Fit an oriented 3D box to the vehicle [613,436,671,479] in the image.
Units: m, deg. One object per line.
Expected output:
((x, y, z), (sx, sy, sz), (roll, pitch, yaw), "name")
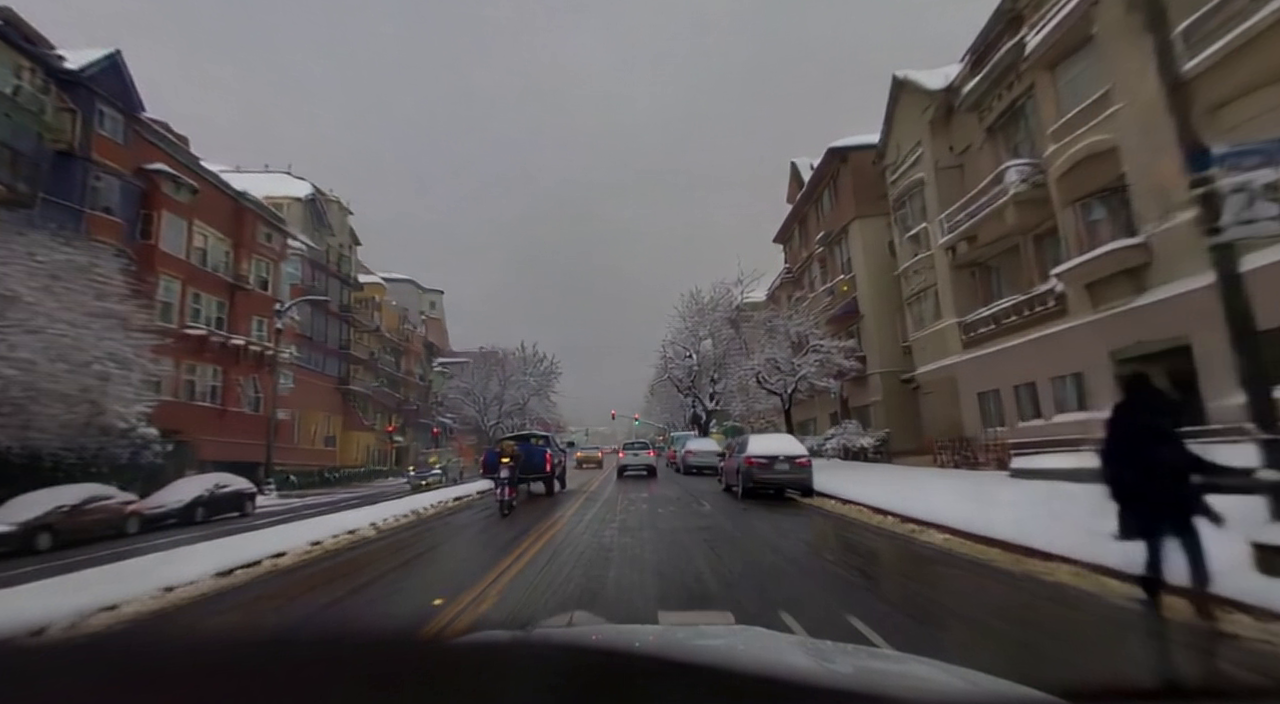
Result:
((0.075, 3.949, 23.868), (2.026, 1.496, 3.701), (0, -8, 0), "vehicle")

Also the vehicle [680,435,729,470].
((2.987, 4.765, 30.184), (1.933, 1.501, 4.349), (0, -8, 0), "vehicle")

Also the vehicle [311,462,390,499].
((-13.940, 6.195, 30.740), (1.844, 1.499, 4.421), (0, -8, -1), "vehicle")

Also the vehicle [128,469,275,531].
((-13.839, 4.655, 20.304), (1.839, 1.594, 4.055), (0, -8, -1), "vehicle")

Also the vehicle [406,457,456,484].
((-13.863, 7.922, 42.154), (1.835, 1.476, 4.532), (-7, -11, -1), "vehicle")

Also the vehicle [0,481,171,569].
((-13.775, 3.954, 15.007), (1.907, 1.480, 4.498), (0, -8, -2), "vehicle")

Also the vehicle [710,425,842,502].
((3.032, 2.607, 15.222), (2.077, 1.532, 4.694), (0, -8, -1), "vehicle")

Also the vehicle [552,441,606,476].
((-2.744, 4.947, 29.564), (2.109, 1.477, 4.509), (0, -8, 0), "vehicle")

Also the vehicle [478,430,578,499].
((-3.038, 3.143, 18.091), (2.065, 1.705, 4.353), (0, -8, 0), "vehicle")

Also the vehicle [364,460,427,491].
((-13.792, 6.981, 35.922), (1.752, 1.479, 4.575), (0, -8, 0), "vehicle")
